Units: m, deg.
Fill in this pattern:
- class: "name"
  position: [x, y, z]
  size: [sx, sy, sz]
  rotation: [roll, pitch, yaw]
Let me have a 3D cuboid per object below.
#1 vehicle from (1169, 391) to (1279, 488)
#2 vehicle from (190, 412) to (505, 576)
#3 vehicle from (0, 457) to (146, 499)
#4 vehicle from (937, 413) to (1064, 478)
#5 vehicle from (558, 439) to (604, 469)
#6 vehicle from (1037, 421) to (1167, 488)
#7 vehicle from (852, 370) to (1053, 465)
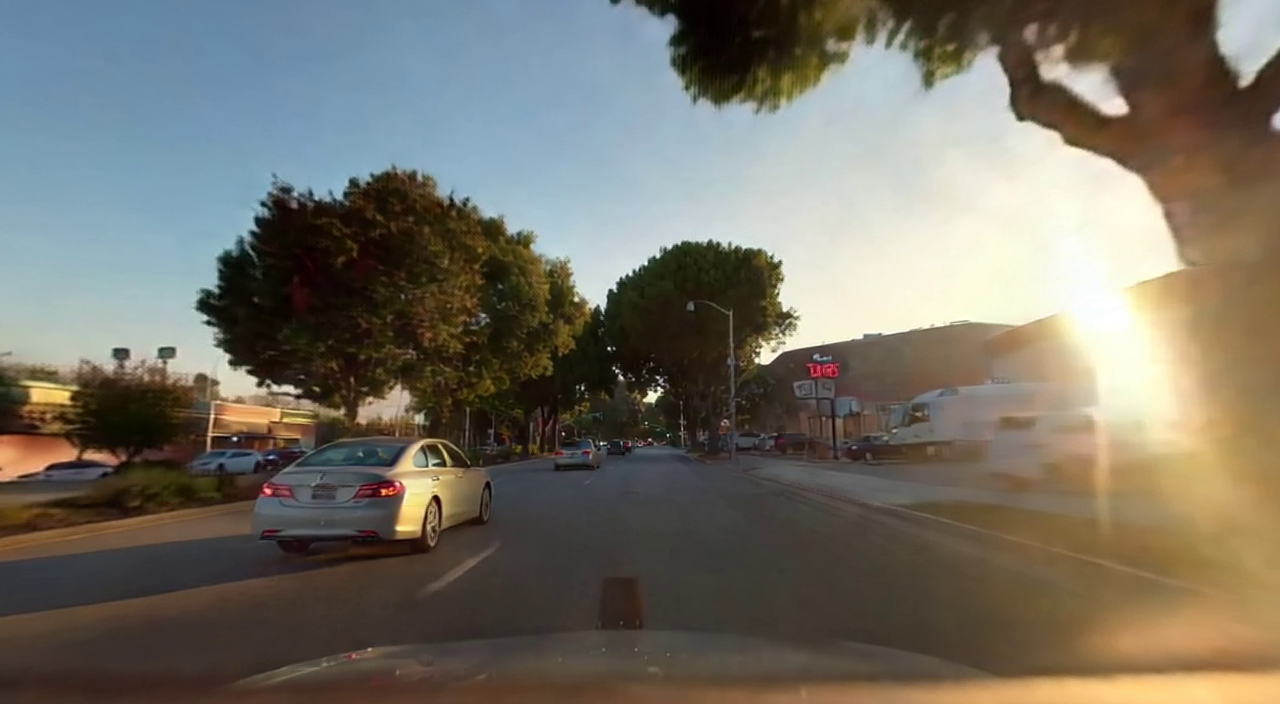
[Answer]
- class: "vehicle"
  position: [14.830, 2.188, 15.718]
  size: [2.031, 2.064, 4.681]
  rotation: [-8, -12, 43]
- class: "vehicle"
  position: [-3.501, 1.803, 8.818]
  size: [2.126, 1.655, 4.560]
  rotation: [-1, -9, 1]
- class: "vehicle"
  position: [-25.291, 5.364, 26.917]
  size: [2.650, 1.471, 7.080]
  rotation: [-4, -9, 2]
- class: "vehicle"
  position: [11.917, 3.045, 20.701]
  size: [5.297, 1.843, 2.097]
  rotation: [8, -12, -44]
- class: "vehicle"
  position: [-3.151, 5.529, 34.364]
  size: [1.955, 1.461, 4.396]
  rotation: [-1, -9, 2]
- class: "vehicle"
  position: [12.358, 2.686, 16.768]
  size: [2.090, 1.501, 4.732]
  rotation: [-8, -12, 43]
- class: "vehicle"
  position: [15.412, 3.321, 31.728]
  size: [8.300, 4.310, 2.832]
  rotation: [-2, -8, 1]
